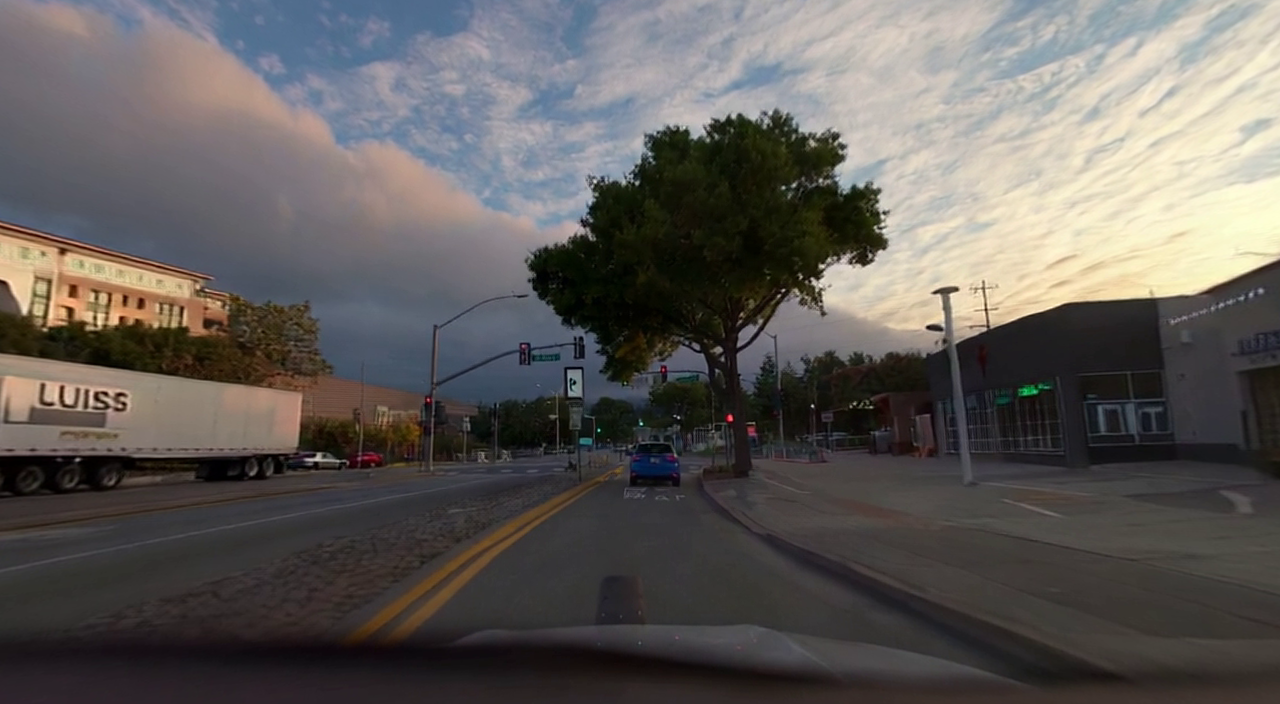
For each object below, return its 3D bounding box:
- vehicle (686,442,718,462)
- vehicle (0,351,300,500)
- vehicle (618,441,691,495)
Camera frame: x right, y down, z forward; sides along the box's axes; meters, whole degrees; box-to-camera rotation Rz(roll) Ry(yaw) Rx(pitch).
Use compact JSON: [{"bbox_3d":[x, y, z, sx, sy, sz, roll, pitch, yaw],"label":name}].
[{"bbox_3d":[4.900,7.844,49.576,2.012,1.468,4.169,-1,-9,11],"label":"vehicle"},{"bbox_3d":[-17.436,2.541,20.819,2.792,4.025,11.784,-3,-9,20],"label":"vehicle"},{"bbox_3d":[0.487,3.510,19.534,2.006,1.470,3.799,0,-9,3],"label":"vehicle"}]
